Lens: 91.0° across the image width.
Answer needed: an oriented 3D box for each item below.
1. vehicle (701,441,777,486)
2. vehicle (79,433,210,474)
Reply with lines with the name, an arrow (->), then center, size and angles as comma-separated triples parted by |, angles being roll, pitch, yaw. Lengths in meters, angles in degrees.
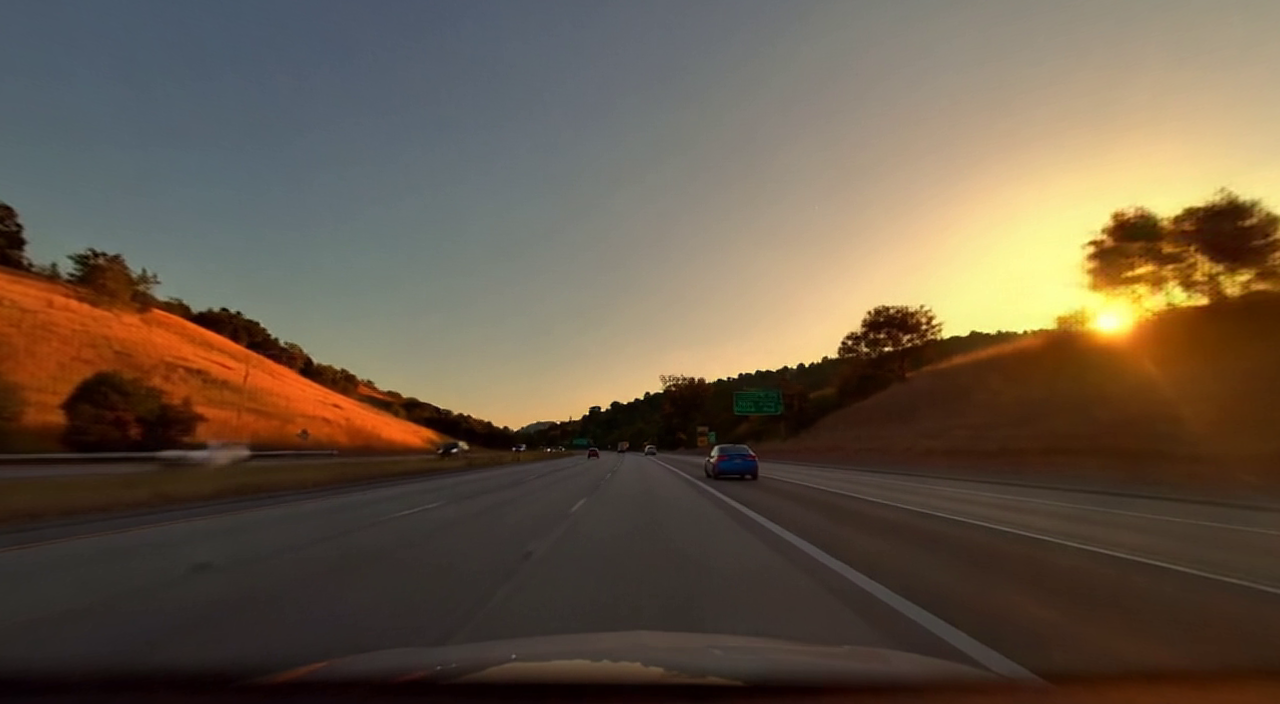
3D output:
vehicle -> 3.603, 4.156, 23.780 | 2.033, 1.501, 4.398 | 0, -9, -2
vehicle -> -22.191, 4.575, 28.533 | 2.017, 1.656, 4.875 | 0, -9, -1
